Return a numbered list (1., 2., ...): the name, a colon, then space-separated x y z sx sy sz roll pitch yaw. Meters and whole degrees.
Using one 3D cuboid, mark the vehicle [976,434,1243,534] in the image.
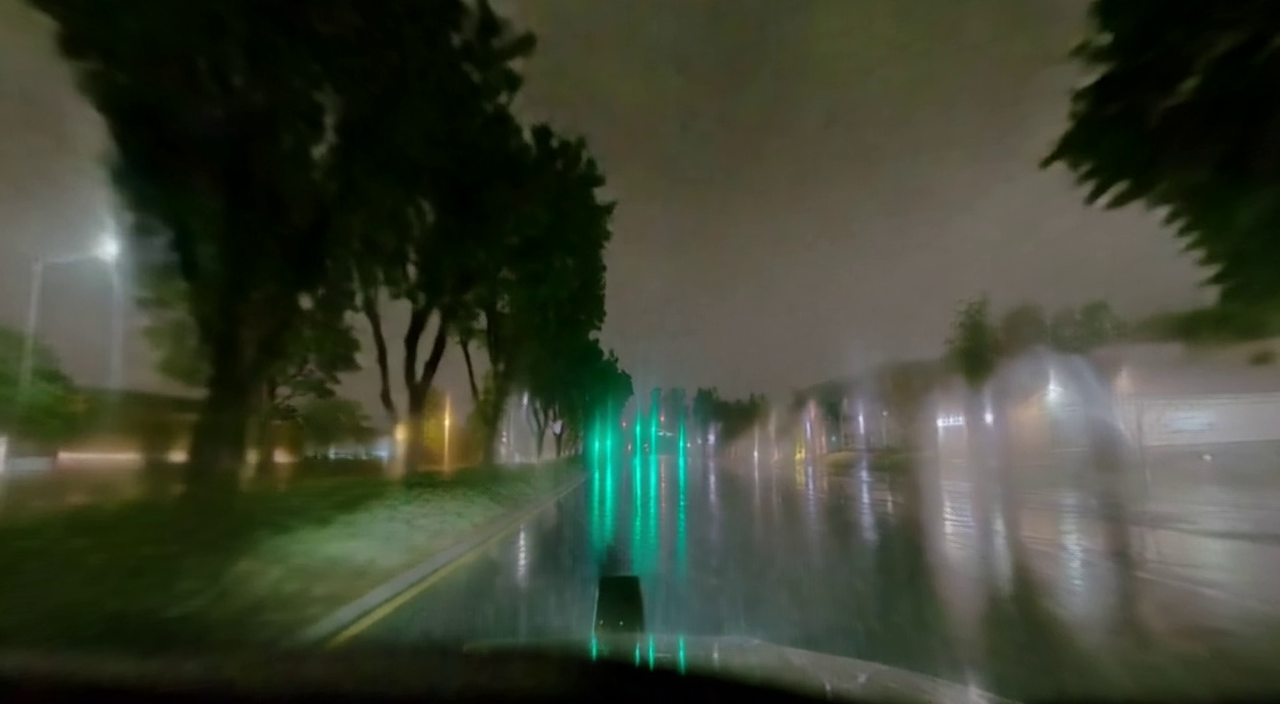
1. vehicle: 9.659 2.718 13.672 2.159 1.767 4.617 0 -9 -1
